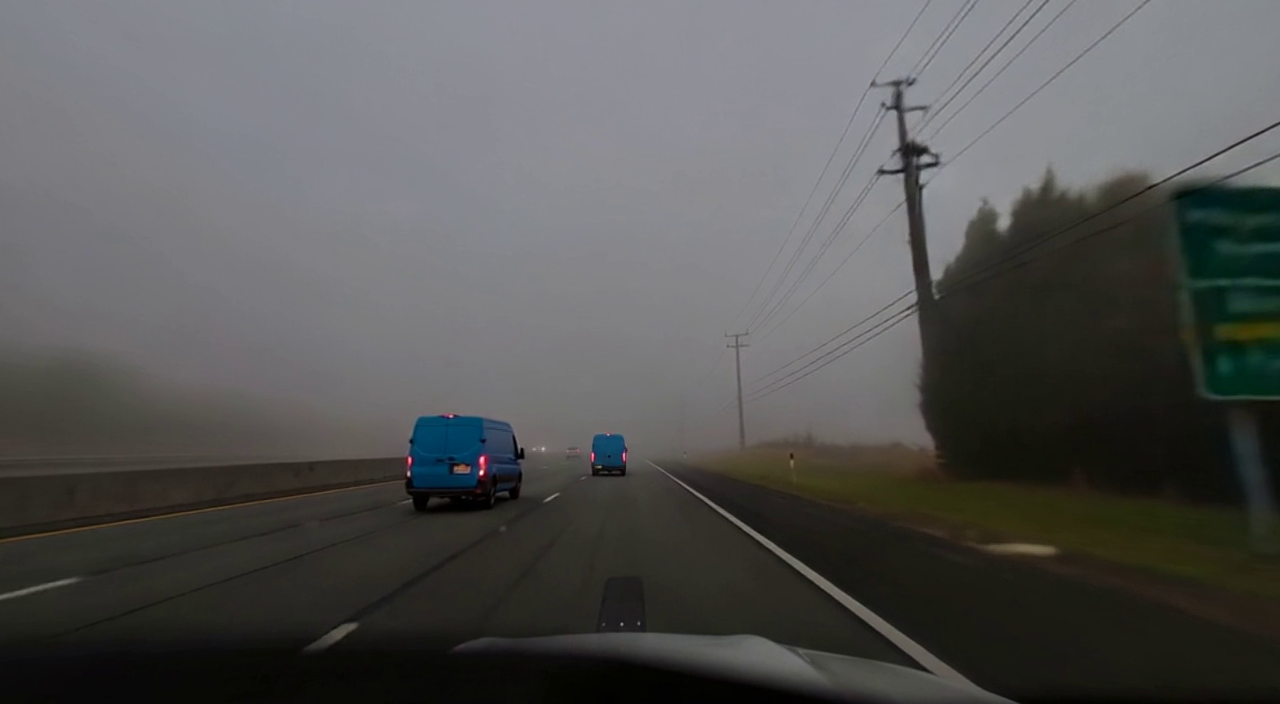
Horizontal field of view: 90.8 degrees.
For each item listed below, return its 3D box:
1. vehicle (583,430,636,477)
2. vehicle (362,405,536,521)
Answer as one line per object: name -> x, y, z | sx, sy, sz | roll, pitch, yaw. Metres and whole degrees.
vehicle -> -1.335, 4.831, 30.096 | 2.197, 2.011, 5.130 | 0, -9, 1
vehicle -> -3.760, 2.331, 13.602 | 2.145, 2.010, 4.980 | 0, -9, 0
